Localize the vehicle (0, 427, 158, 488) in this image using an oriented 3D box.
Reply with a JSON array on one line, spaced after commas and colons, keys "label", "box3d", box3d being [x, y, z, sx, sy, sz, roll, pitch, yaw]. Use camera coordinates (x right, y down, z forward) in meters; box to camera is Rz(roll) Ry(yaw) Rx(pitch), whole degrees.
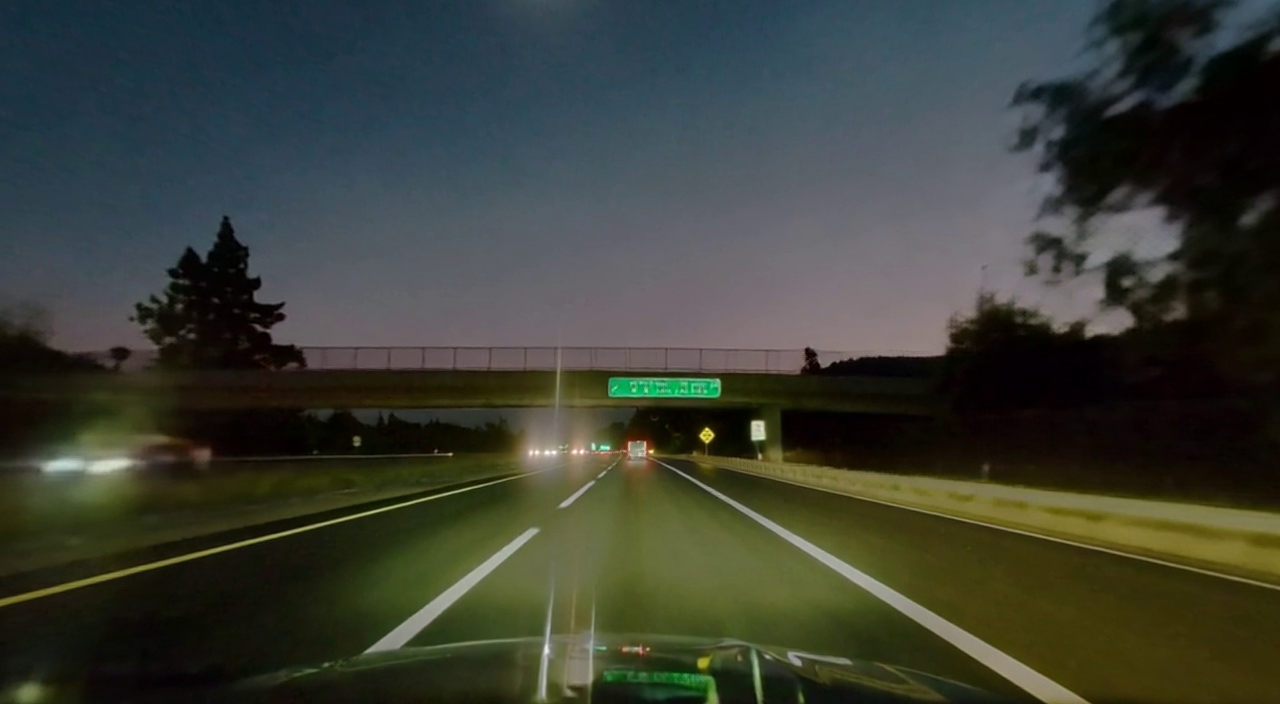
[{"label": "vehicle", "box3d": [-17.268, 3.209, 19.240, 1.955, 1.598, 4.057, -2, -9, -1]}]
